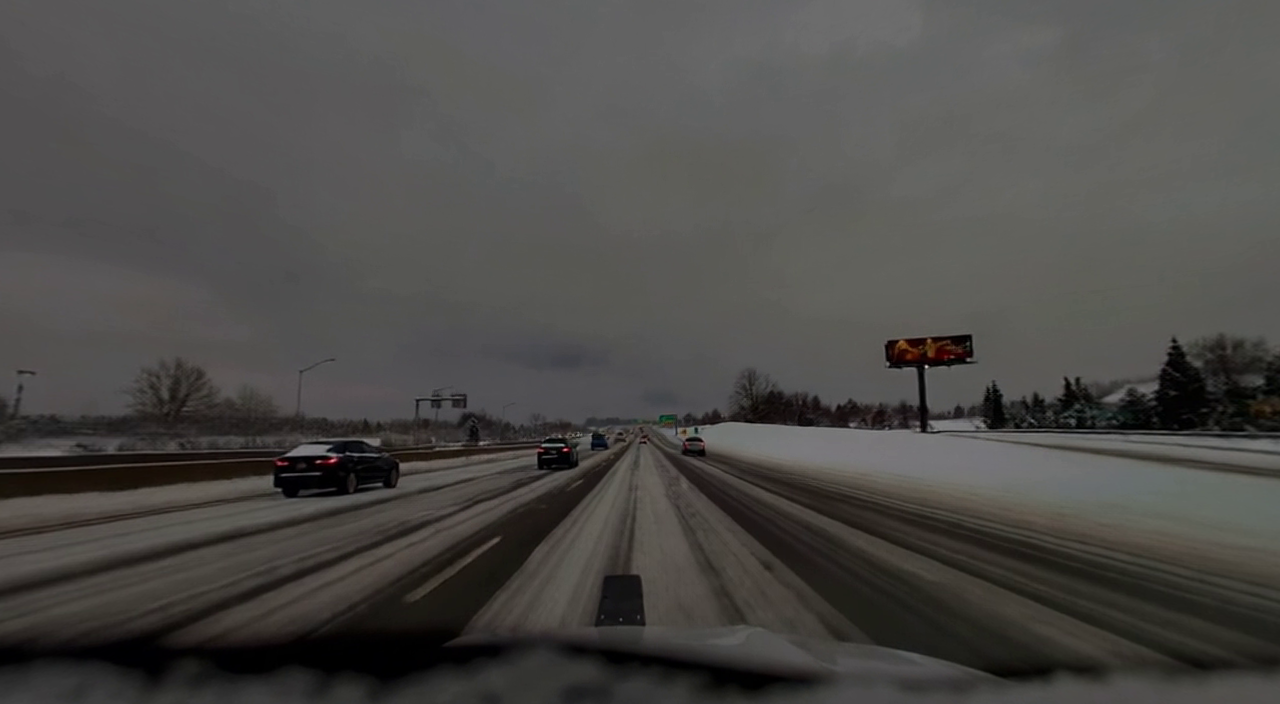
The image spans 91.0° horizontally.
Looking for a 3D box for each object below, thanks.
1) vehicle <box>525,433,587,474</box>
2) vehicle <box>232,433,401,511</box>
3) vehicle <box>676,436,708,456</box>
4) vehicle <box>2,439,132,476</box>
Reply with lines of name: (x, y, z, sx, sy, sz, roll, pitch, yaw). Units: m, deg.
vehicle: (-3.462, 4.289, 26.766, 2.001, 1.577, 4.055, 0, -9, 1)
vehicle: (-7.156, 2.670, 14.413, 1.865, 1.518, 3.620, 0, -9, 1)
vehicle: (4.055, 7.449, 49.813, 2.135, 1.532, 4.506, 0, -9, 0)
vehicle: (-27.051, 4.990, 29.960, 1.943, 1.590, 4.436, 0, -9, 0)
